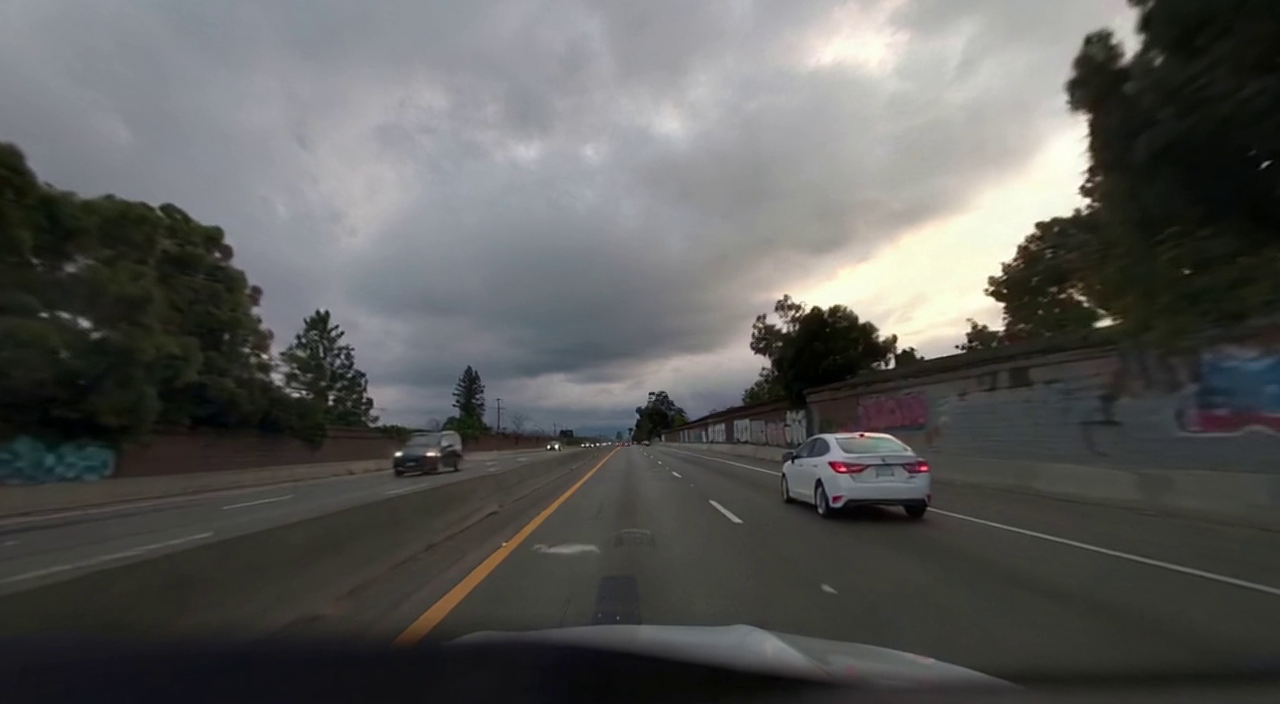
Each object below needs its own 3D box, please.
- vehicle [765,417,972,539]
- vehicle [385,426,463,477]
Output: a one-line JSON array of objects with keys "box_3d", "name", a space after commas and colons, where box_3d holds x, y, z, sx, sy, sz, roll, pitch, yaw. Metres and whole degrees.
[{"box_3d": [3.327, 1.881, 10.029, 1.841, 1.556, 3.618, 0, -8, -1], "name": "vehicle"}, {"box_3d": [-11.791, 5.444, 34.960, 2.406, 2.526, 5.787, 0, -8, -2], "name": "vehicle"}]
